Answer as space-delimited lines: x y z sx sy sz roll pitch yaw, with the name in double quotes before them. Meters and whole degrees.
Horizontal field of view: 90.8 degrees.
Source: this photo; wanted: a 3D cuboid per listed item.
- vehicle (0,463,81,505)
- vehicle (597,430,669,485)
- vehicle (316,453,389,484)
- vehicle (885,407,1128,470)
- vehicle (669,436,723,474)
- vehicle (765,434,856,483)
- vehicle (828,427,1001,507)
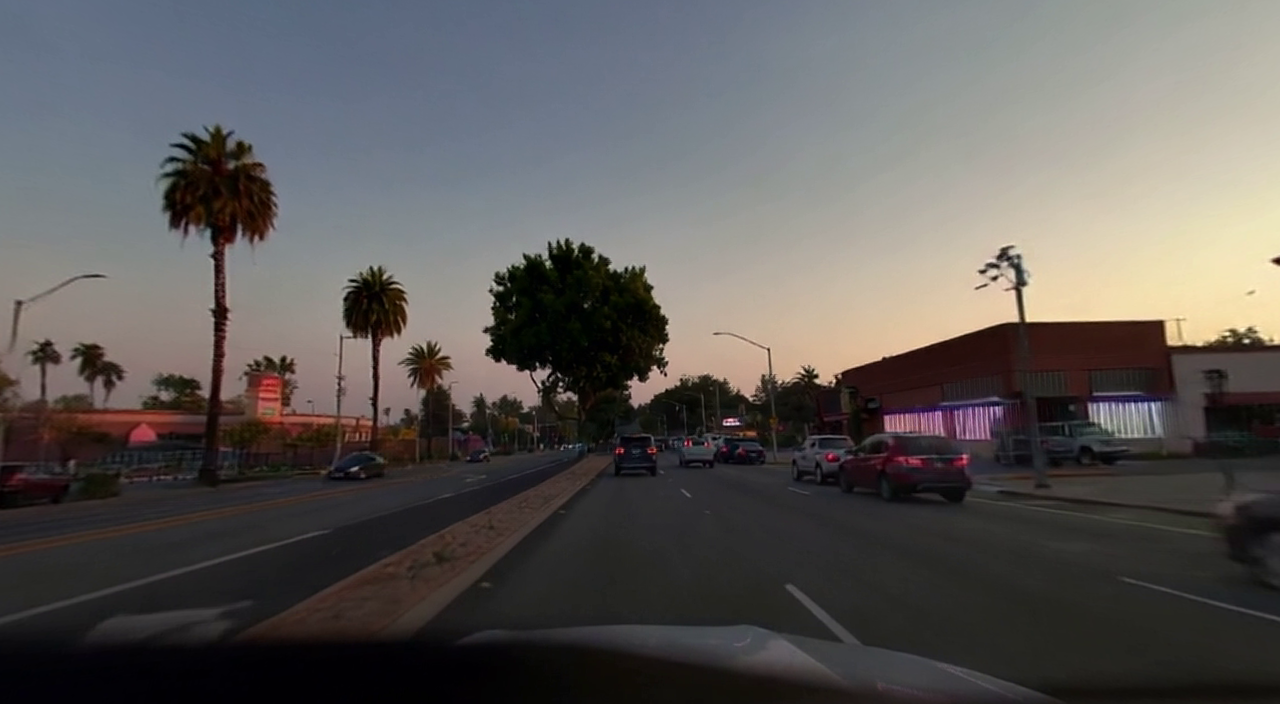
"vehicle" -27.950 5.875 28.076 4.139 1.702 2.040 -1 -9 -3
"vehicle" -0.279 3.966 23.872 2.428 1.816 4.959 0 -9 -1
"vehicle" -15.018 6.094 33.266 1.875 1.513 4.260 0 -9 -1
"vehicle" 17.353 4.247 30.579 9.658 2.834 2.994 -1 -9 3
"vehicle" 2.773 5.272 32.389 2.187 1.777 4.444 0 -9 -2
"vehicle" 6.366 4.071 24.287 2.001 1.692 4.800 0 -9 -2
"vehicle" 6.486 2.802 15.651 2.100 1.675 4.536 0 -9 -2
